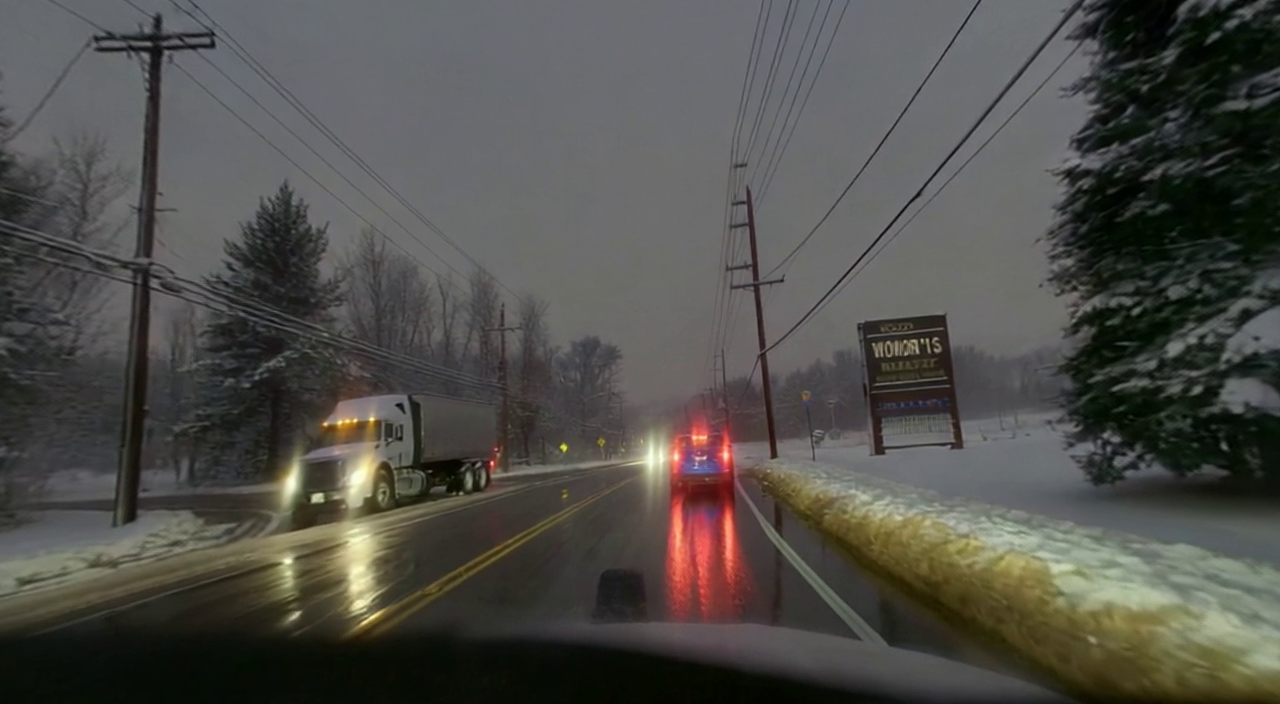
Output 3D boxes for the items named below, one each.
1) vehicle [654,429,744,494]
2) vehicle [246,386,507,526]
[{"bbox_3d":[1.568,2.818,16.512,2.081,1.503,3.726,-1,-9,6],"label":"vehicle"},{"bbox_3d":[-7.300,2.860,19.078,3.395,3.071,7.634,-8,-6,11],"label":"vehicle"}]
